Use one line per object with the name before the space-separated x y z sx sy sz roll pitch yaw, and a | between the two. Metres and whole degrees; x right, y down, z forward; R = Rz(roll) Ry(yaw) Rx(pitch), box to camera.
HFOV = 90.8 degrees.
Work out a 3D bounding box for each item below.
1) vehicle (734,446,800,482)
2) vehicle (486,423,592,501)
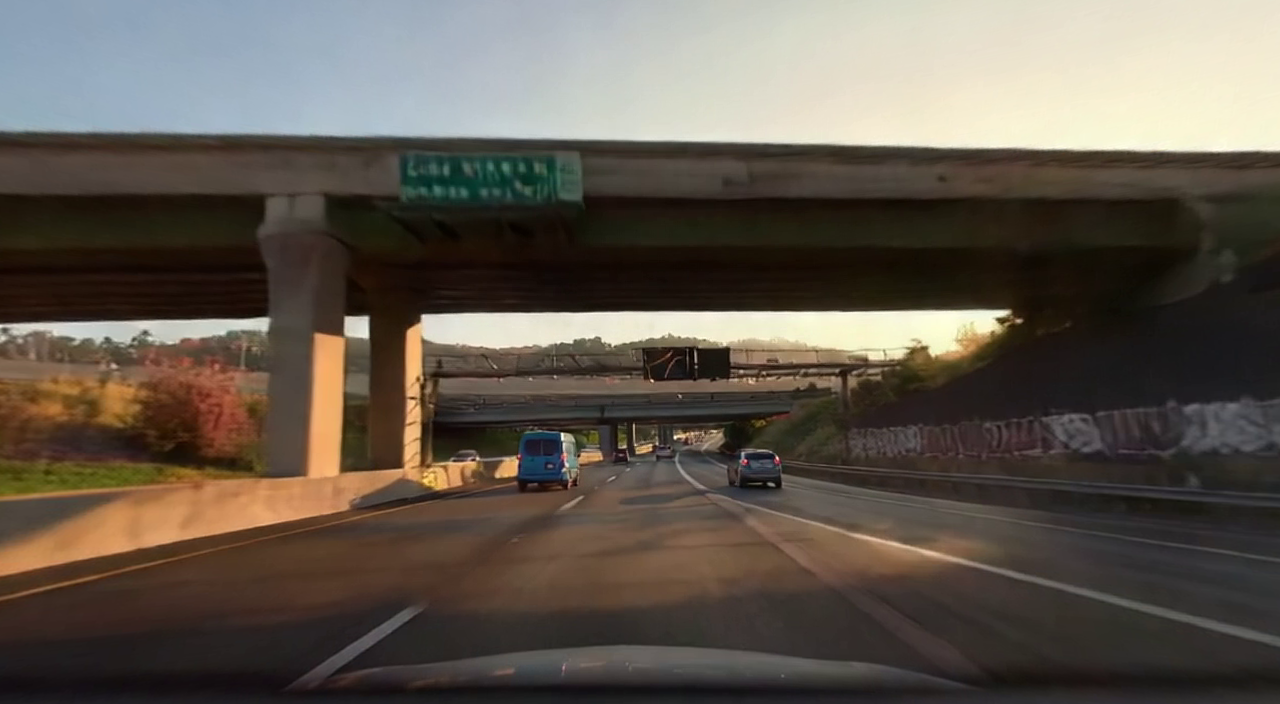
vehicle | 5.815 5.186 29.593 1.972 1.492 4.623 0 -9 -2
vehicle | -2.866 3.292 19.315 2.310 2.030 5.094 0 -8 1
